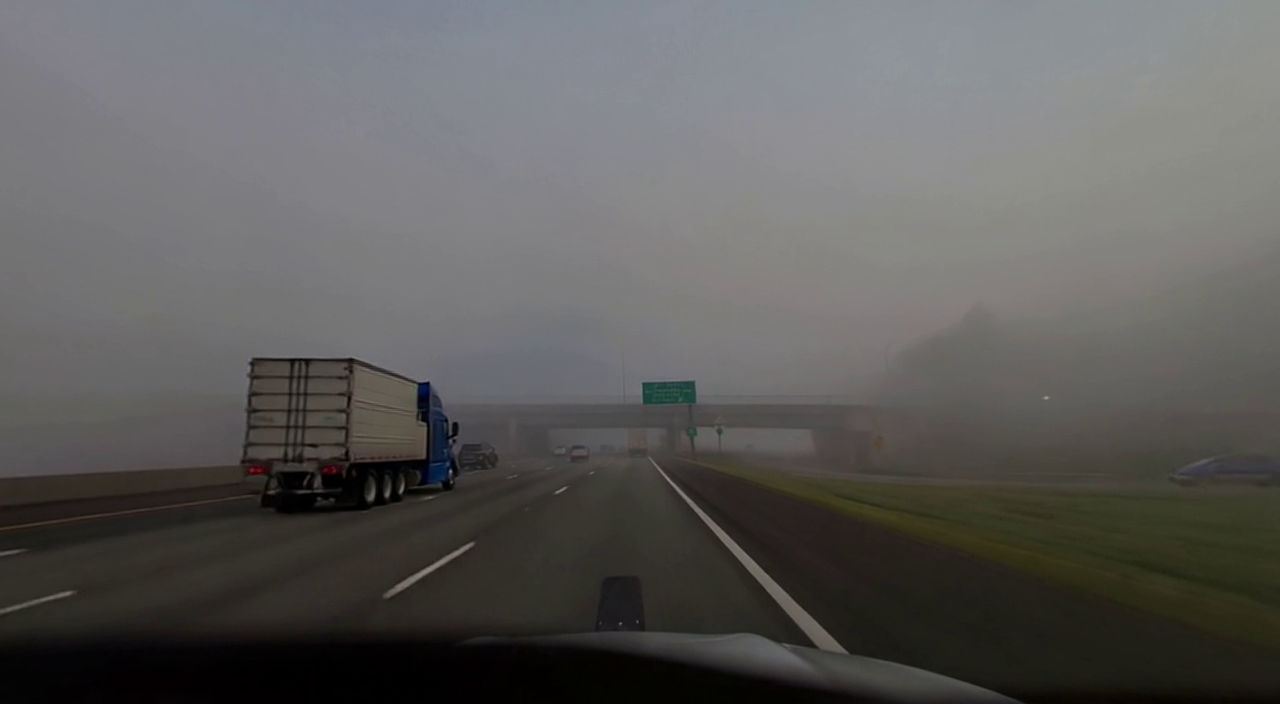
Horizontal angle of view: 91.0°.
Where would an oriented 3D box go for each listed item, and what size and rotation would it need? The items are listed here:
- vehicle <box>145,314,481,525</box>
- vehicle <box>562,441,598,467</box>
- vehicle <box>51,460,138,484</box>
[{"bbox_3d":[-7.240,1.958,16.684,3.303,3.868,10.298,0,-9,0],"label":"vehicle"},{"bbox_3d":[-4.174,7.195,44.612,2.094,1.695,4.260,0,-9,0],"label":"vehicle"},{"bbox_3d":[-39.762,8.722,46.076,1.867,1.579,5.040,0,-9,0],"label":"vehicle"}]
